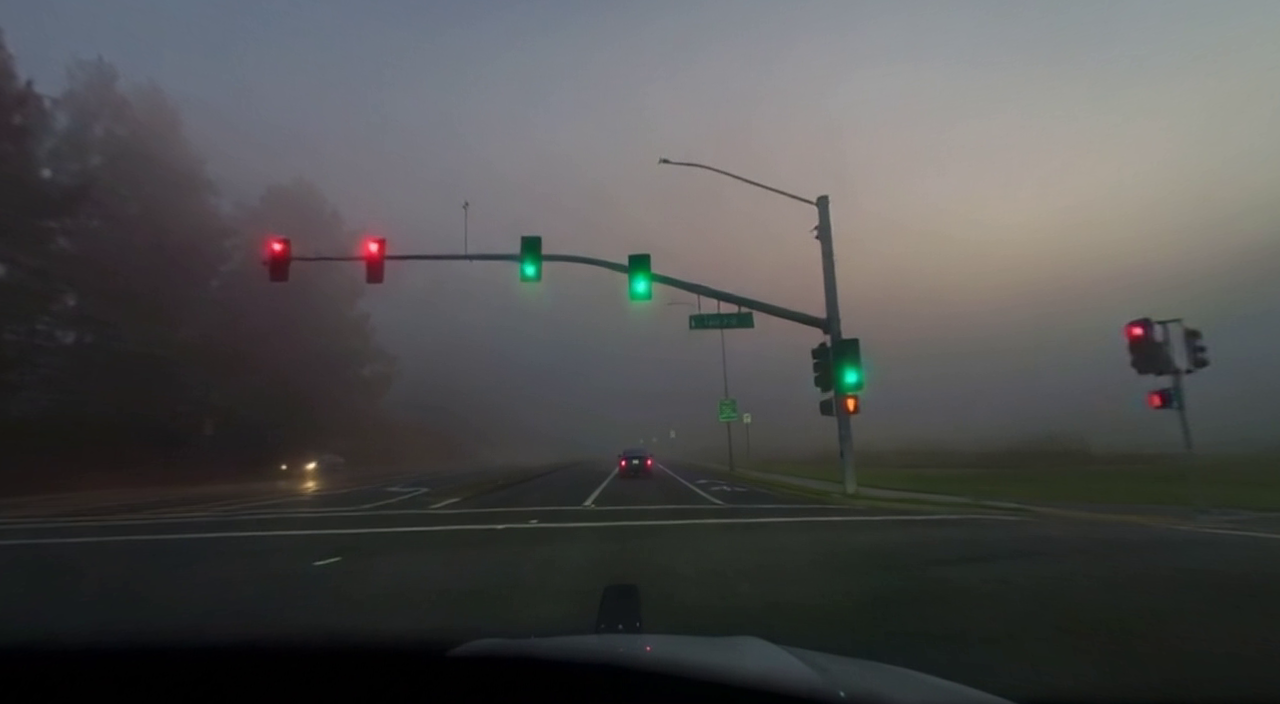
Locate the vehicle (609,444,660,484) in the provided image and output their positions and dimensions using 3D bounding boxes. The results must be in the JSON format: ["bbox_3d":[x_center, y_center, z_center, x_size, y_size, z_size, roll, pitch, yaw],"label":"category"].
[{"bbox_3d":[-0.231,4.587,26.035,1.954,1.469,3.465,-1,-9,0],"label":"vehicle"}]

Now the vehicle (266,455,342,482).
[{"bbox_3d":[-20.981,7.306,39.580,2.175,1.492,4.722,-1,-9,1],"label":"vehicle"}]
